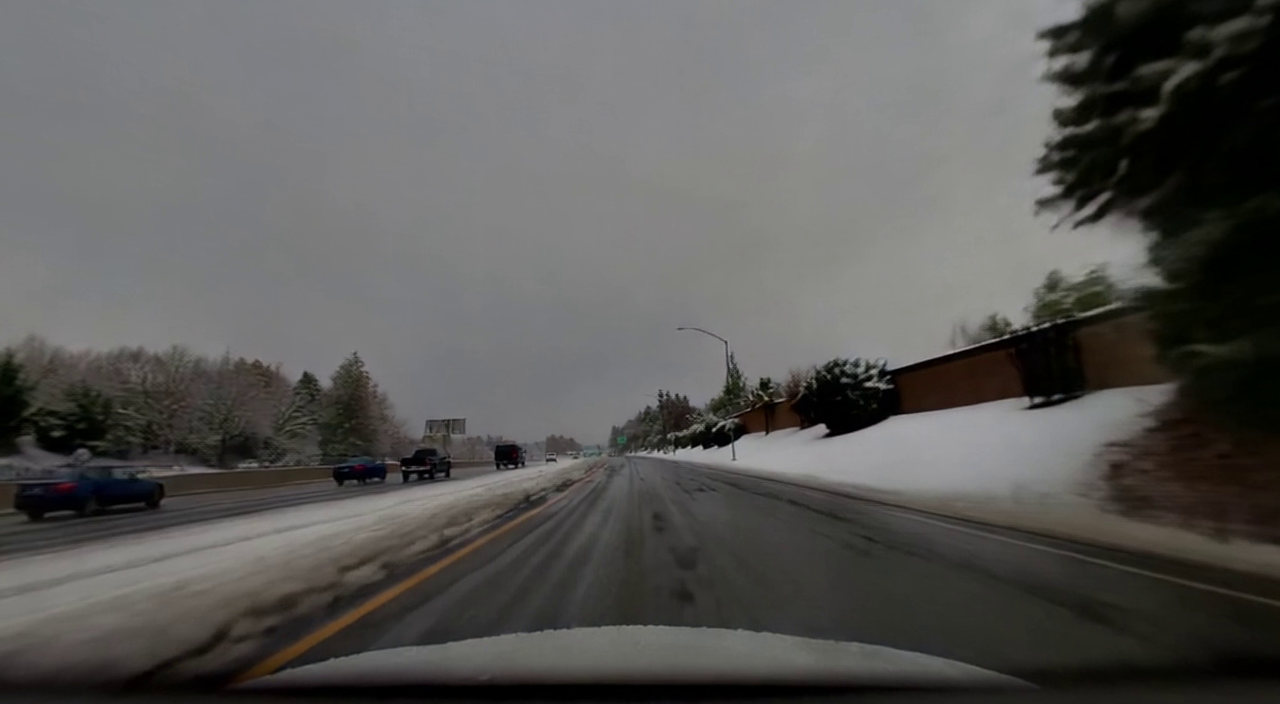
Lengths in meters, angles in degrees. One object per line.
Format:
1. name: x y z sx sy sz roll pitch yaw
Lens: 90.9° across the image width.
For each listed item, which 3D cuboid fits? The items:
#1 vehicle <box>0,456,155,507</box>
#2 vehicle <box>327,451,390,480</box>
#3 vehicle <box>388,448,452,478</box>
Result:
1. vehicle: -22.803 5.143 25.596 2.158 1.795 5.013 0 -9 0
2. vehicle: -18.799 7.583 42.400 2.078 1.802 4.723 0 -9 -1
3. vehicle: -14.928 7.563 43.235 2.272 1.882 5.941 0 -9 -1
